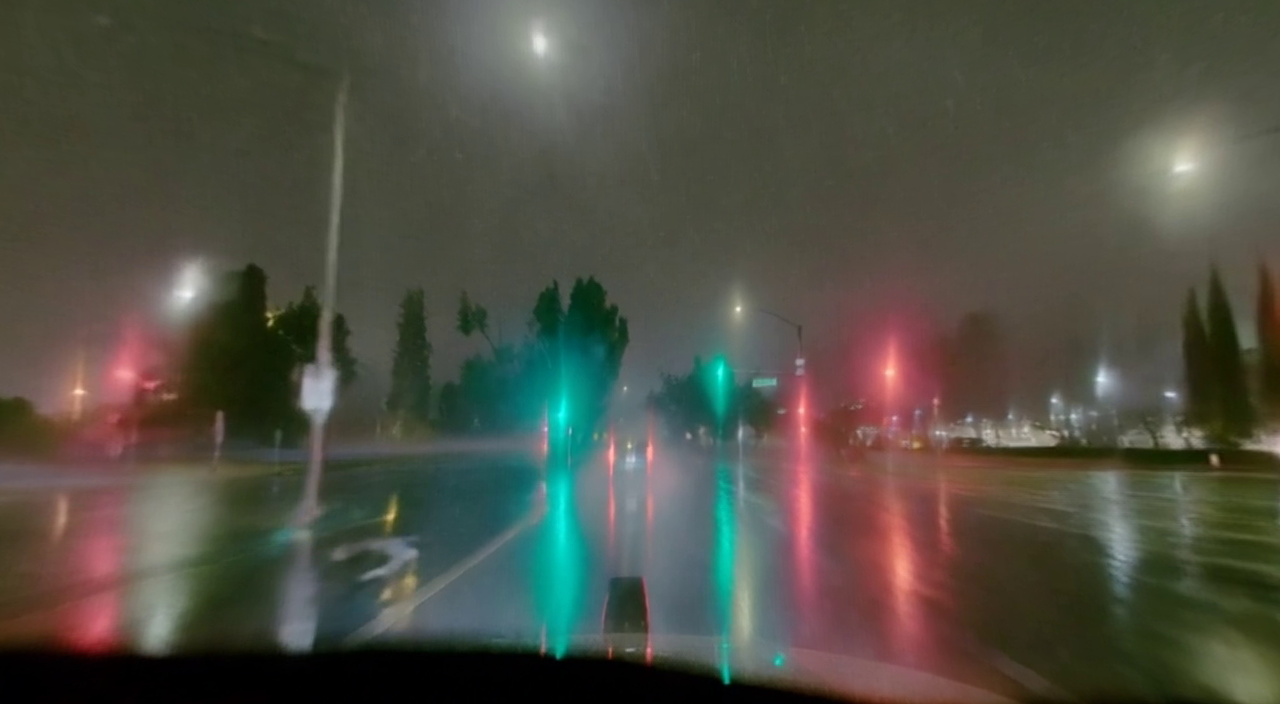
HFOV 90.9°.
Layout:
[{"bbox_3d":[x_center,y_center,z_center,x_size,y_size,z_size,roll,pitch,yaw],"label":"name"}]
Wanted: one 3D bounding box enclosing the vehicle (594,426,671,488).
[{"bbox_3d":[-0.215,3.300,19.997,2.192,1.734,4.176,0,-8,0],"label":"vehicle"}]
